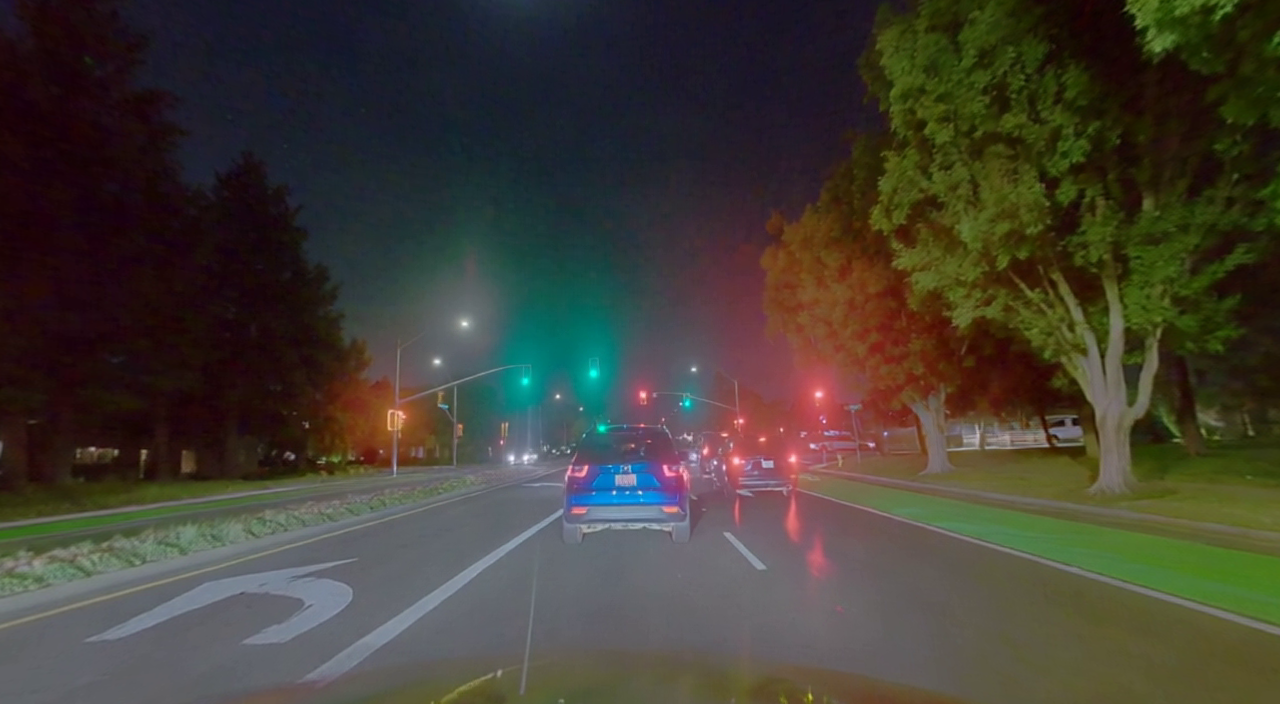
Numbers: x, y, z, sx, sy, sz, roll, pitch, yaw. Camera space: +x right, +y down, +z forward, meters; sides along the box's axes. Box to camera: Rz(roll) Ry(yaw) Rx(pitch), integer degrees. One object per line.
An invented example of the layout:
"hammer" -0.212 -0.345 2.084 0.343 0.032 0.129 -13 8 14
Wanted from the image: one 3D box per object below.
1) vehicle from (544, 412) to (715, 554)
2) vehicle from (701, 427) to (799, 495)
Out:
"vehicle" -0.114 1.915 9.839 2.109 1.730 3.963 0 -8 1
"vehicle" 3.189 3.284 19.351 2.189 1.815 4.495 0 -8 0
